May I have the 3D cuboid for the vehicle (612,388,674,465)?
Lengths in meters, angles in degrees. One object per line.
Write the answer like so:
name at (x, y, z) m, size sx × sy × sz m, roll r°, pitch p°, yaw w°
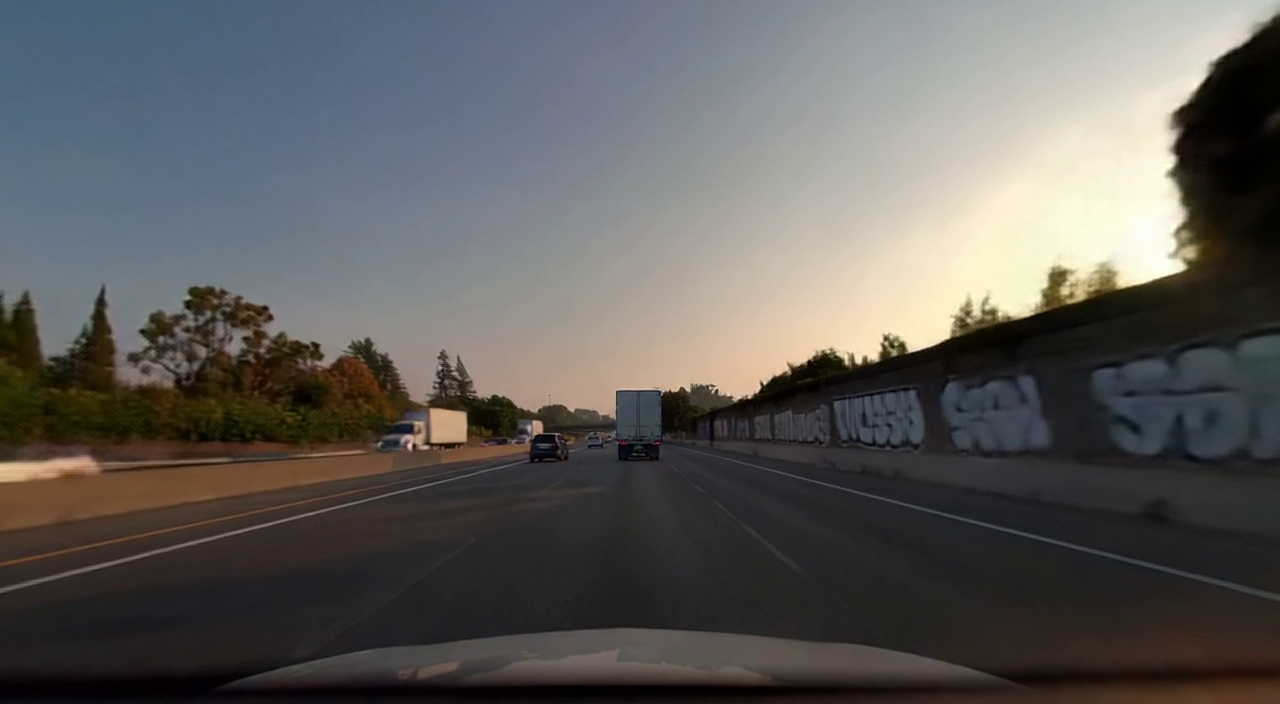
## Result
vehicle at (0.047, 4.173, 34.792) m, size 2.927 × 3.649 × 9.443 m, roll 0°, pitch -8°, yaw -1°

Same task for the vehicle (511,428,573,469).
vehicle at (-4.217, 4.224, 27.816) m, size 2.058 × 1.645 × 4.130 m, roll 0°, pitch -8°, yaw 0°
